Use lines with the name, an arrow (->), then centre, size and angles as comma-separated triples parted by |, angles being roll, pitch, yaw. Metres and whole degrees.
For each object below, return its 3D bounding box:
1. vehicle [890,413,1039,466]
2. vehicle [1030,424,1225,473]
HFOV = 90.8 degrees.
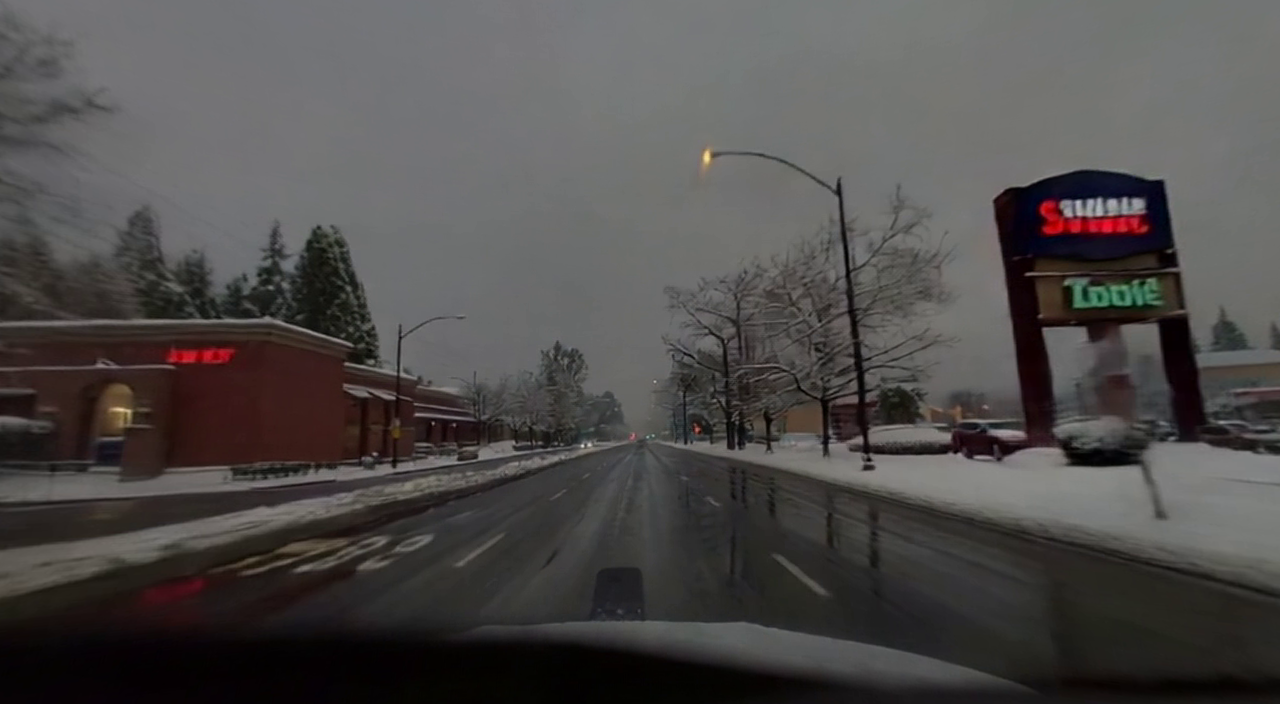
vehicle -> 15.598, 4.226, 30.644 | 5.797, 2.052, 2.329 | -4, -8, 1
vehicle -> 15.977, 3.192, 20.918 | 4.634, 1.512, 2.178 | 0, -8, -1
